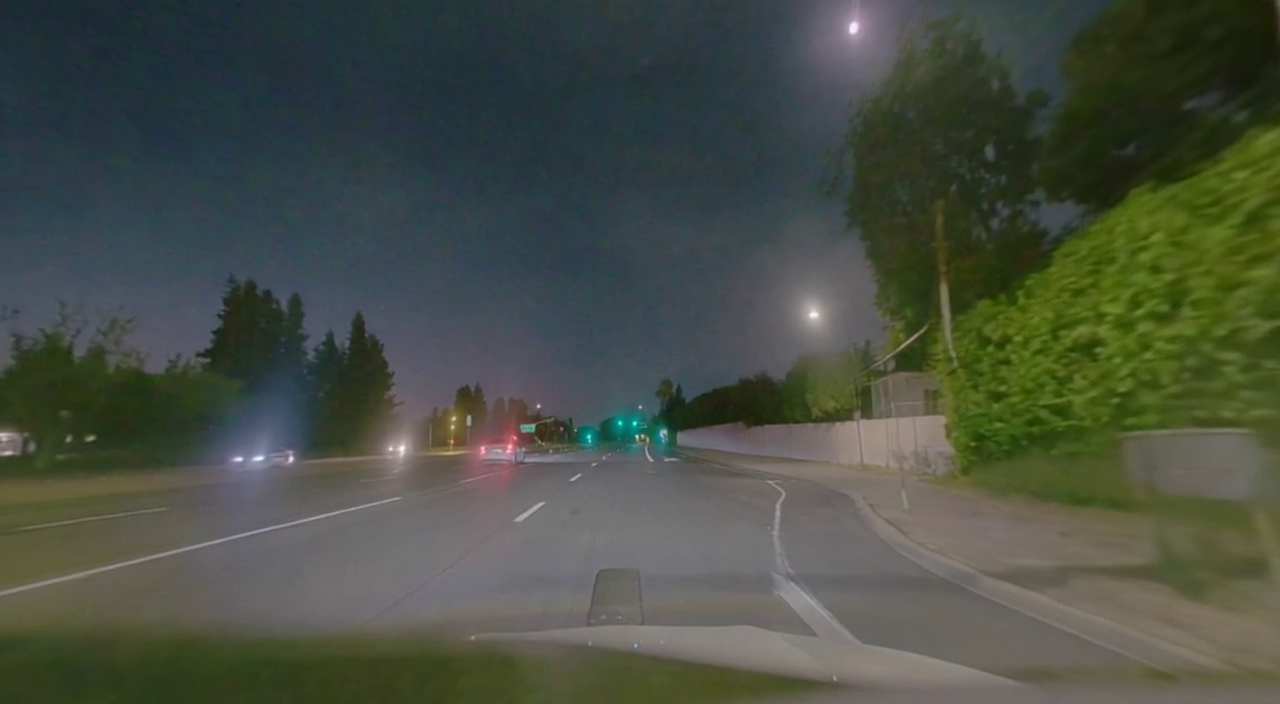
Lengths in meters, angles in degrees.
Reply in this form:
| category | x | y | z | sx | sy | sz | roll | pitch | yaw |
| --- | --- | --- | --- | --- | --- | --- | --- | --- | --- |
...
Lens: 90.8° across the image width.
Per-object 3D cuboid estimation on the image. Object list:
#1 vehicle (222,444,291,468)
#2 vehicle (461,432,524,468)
| category | x | y | z | sx | sy | sz | roll | pitch | yaw |
| --- | --- | --- | --- | --- | --- | --- | --- | --- | --- |
| vehicle | -26.127 | 7.073 | 43.236 | 1.919 | 1.514 | 4.811 | 1 | -9 | -3 |
| vehicle | -7.638 | 5.132 | 33.176 | 2.115 | 1.711 | 4.722 | 0 | -9 | 1 |
